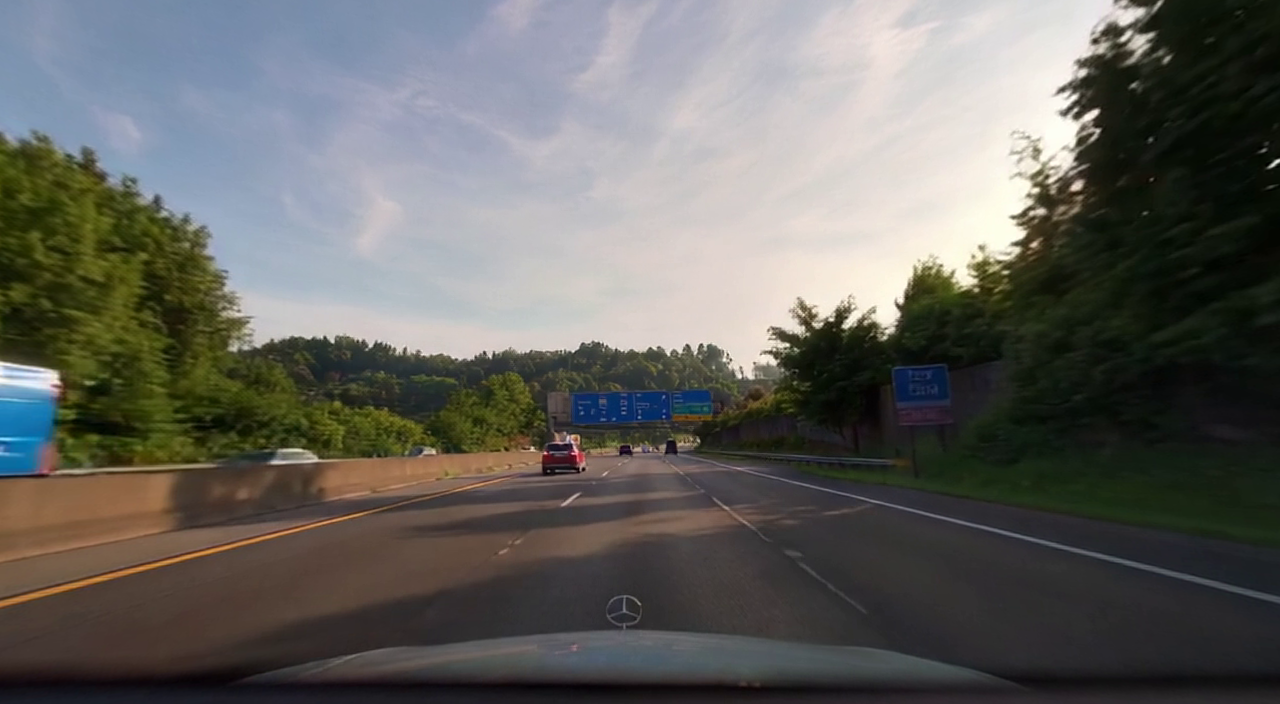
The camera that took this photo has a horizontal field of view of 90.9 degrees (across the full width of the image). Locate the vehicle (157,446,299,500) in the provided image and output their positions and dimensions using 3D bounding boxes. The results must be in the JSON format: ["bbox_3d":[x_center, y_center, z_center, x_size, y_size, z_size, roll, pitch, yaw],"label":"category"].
[{"bbox_3d":[-12.507,3.667,19.469,1.790,1.479,3.789,0,-9,0],"label":"vehicle"}]

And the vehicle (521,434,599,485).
[{"bbox_3d":[-2.754,3.836,22.712,2.183,1.662,3.968,0,-9,1],"label":"vehicle"}]
